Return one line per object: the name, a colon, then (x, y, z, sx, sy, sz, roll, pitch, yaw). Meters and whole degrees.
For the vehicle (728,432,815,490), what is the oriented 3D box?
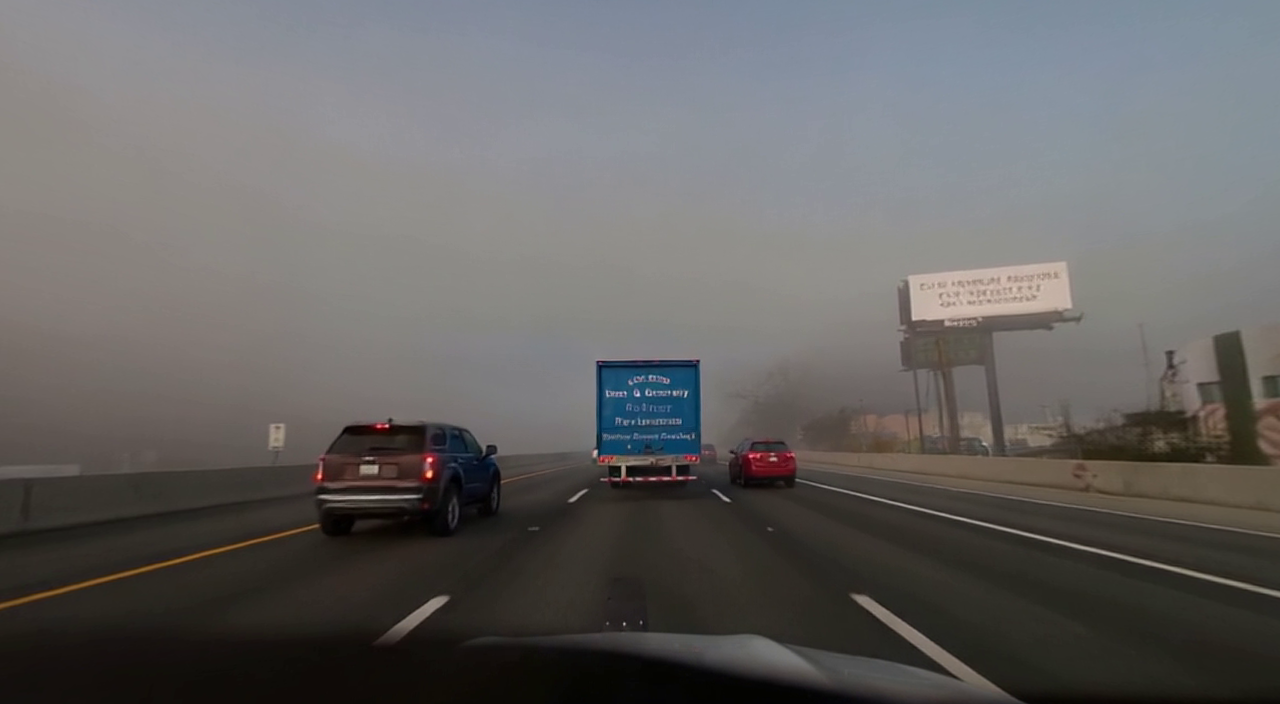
vehicle: (4.286, 3.618, 21.256, 1.986, 1.718, 4.296, 0, -8, 0)

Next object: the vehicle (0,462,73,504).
vehicle: (-27.033, 5.559, 26.810, 1.816, 1.581, 4.070, -1, -8, 6)

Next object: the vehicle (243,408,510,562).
vehicle: (-3.596, 1.898, 9.732, 2.133, 1.808, 4.349, 0, -8, 1)

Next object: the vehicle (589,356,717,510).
vehicle: (0.360, 2.351, 17.881, 2.733, 3.296, 8.571, 0, -8, 1)
